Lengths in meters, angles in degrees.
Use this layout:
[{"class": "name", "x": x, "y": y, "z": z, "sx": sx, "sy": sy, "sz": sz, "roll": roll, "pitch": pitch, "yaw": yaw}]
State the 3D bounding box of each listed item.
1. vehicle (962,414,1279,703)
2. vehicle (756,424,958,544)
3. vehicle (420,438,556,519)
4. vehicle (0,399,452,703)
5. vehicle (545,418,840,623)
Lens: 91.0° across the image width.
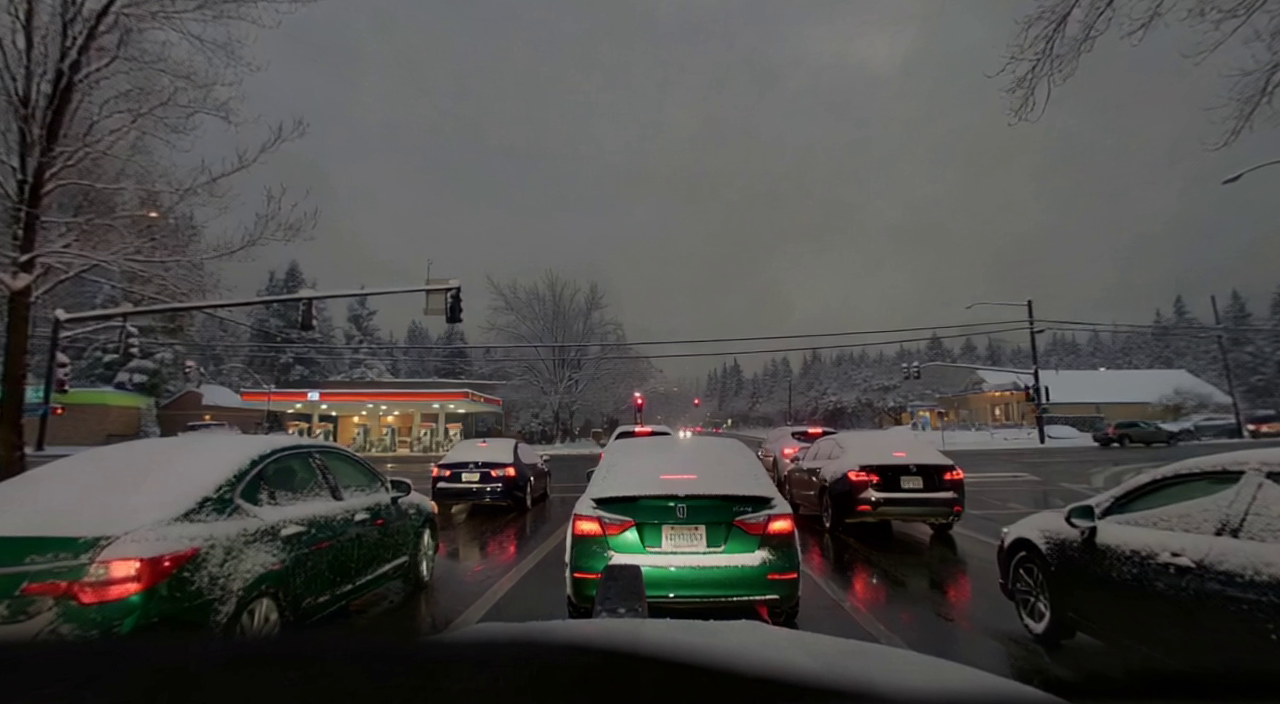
[{"class": "vehicle", "x": 4.173, "y": 1.138, "z": 3.634, "sx": 1.950, "sy": 1.497, "sz": 4.686, "roll": 0, "pitch": -9, "yaw": -3}, {"class": "vehicle", "x": 3.371, "y": 2.126, "z": 10.781, "sx": 1.947, "sy": 1.630, "sz": 4.127, "roll": 0, "pitch": -9, "yaw": 0}, {"class": "vehicle", "x": -3.070, "y": 2.645, "z": 13.713, "sx": 1.867, "sy": 1.474, "sz": 4.237, "roll": 0, "pitch": -9, "yaw": 0}, {"class": "vehicle", "x": -3.007, "y": 1.257, "z": 4.628, "sx": 1.887, "sy": 1.493, "sz": 4.255, "roll": 0, "pitch": -9, "yaw": 1}, {"class": "vehicle", "x": 0.335, "y": 1.590, "z": 6.959, "sx": 2.220, "sy": 1.507, "sz": 4.317, "roll": 0, "pitch": -9, "yaw": -2}]
